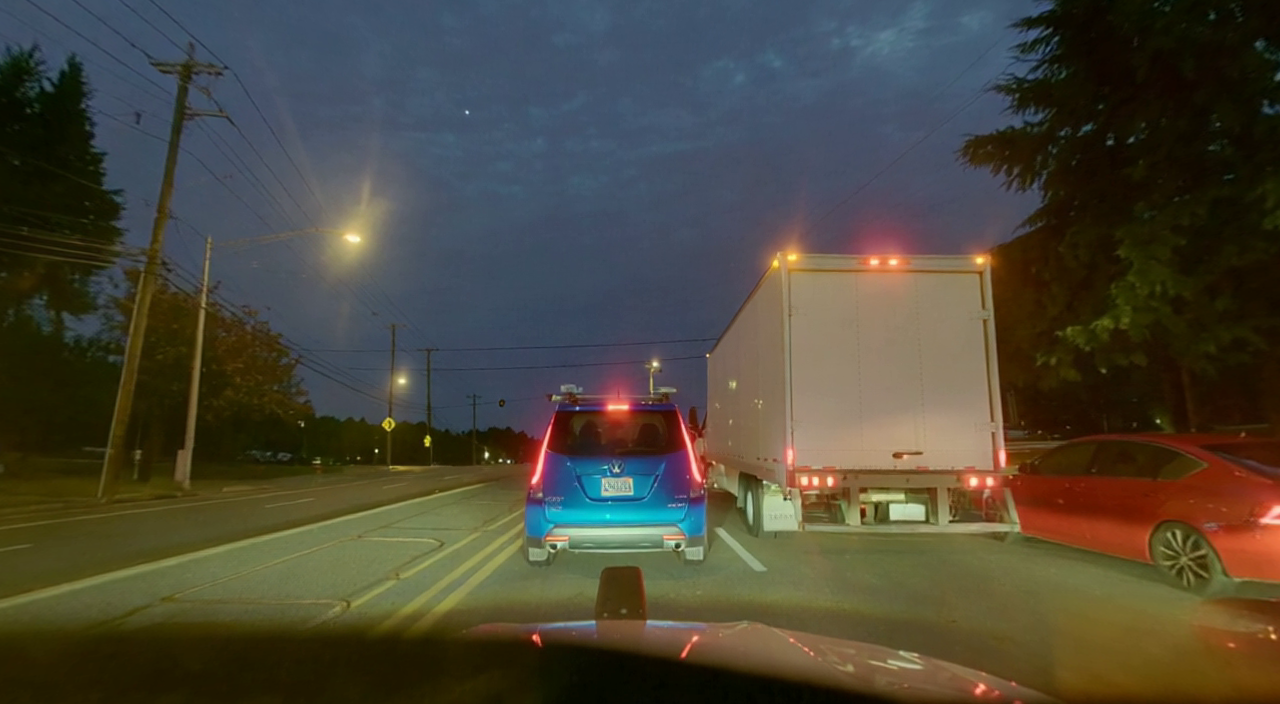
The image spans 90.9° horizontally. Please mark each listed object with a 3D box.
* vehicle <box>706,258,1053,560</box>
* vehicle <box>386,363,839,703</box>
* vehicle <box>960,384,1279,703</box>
[{"bbox_3d":[3.229,1.259,11.833,2.915,3.559,8.848,0,-8,0],"label":"vehicle"},{"bbox_3d":[-0.125,1.228,5.138,2.114,1.732,4.230,0,-8,0],"label":"vehicle"},{"bbox_3d":[2.821,0.747,1.188,1.971,1.484,4.728,0,-8,0],"label":"vehicle"}]
